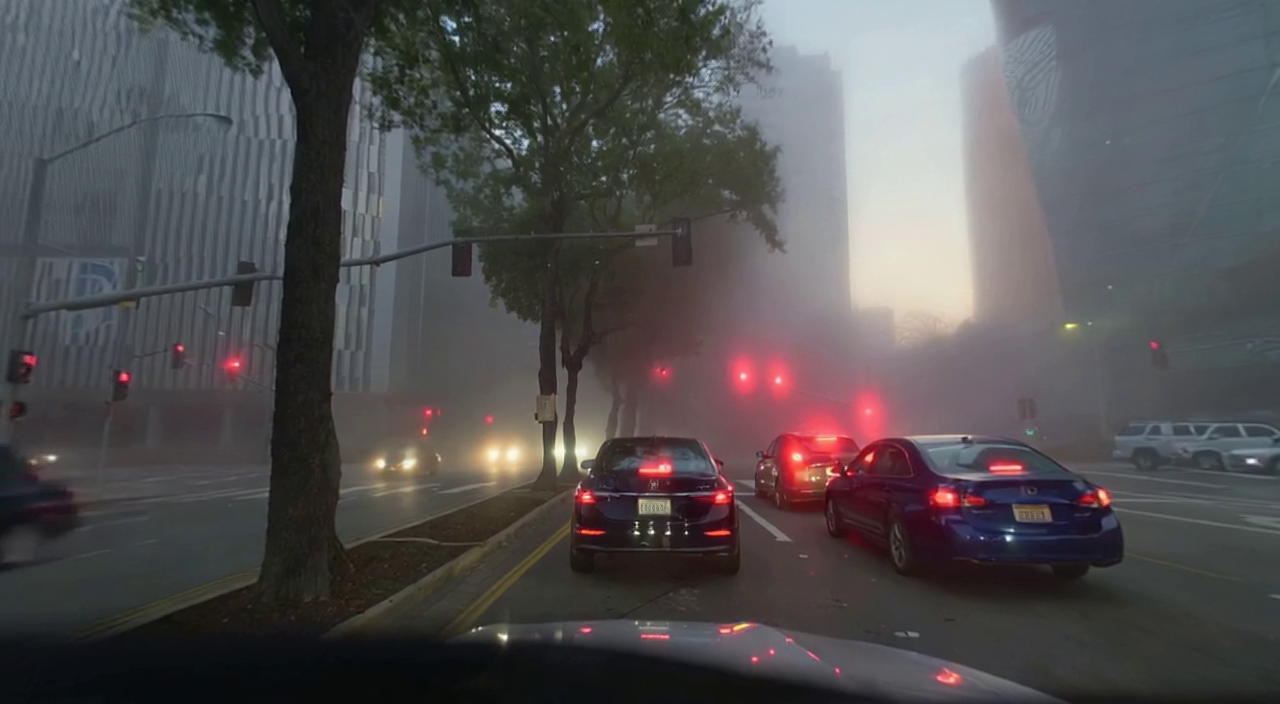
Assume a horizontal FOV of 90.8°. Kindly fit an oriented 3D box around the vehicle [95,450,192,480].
[{"bbox_3d":[-26.686,6.062,34.051,3.657,1.528,1.783,1,-9,-3],"label":"vehicle"}]

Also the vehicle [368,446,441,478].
[{"bbox_3d":[-11.764,5.500,31.844,1.922,1.466,4.422,0,-9,1],"label":"vehicle"}]

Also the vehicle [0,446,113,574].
[{"bbox_3d":[-8.468,1.706,6.495,2.090,1.475,4.616,0,-9,1],"label":"vehicle"}]

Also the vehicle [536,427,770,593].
[{"bbox_3d":[0.094,1.726,7.733,2.087,1.468,4.014,0,-9,-1],"label":"vehicle"}]

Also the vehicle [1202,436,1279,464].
[{"bbox_3d":[35.225,5.582,36.142,4.190,1.535,1.998,0,-9,-1],"label":"vehicle"}]

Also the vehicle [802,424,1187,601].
[{"bbox_3d":[3.629,1.724,7.737,2.018,1.491,4.544,0,-9,-1],"label":"vehicle"}]
